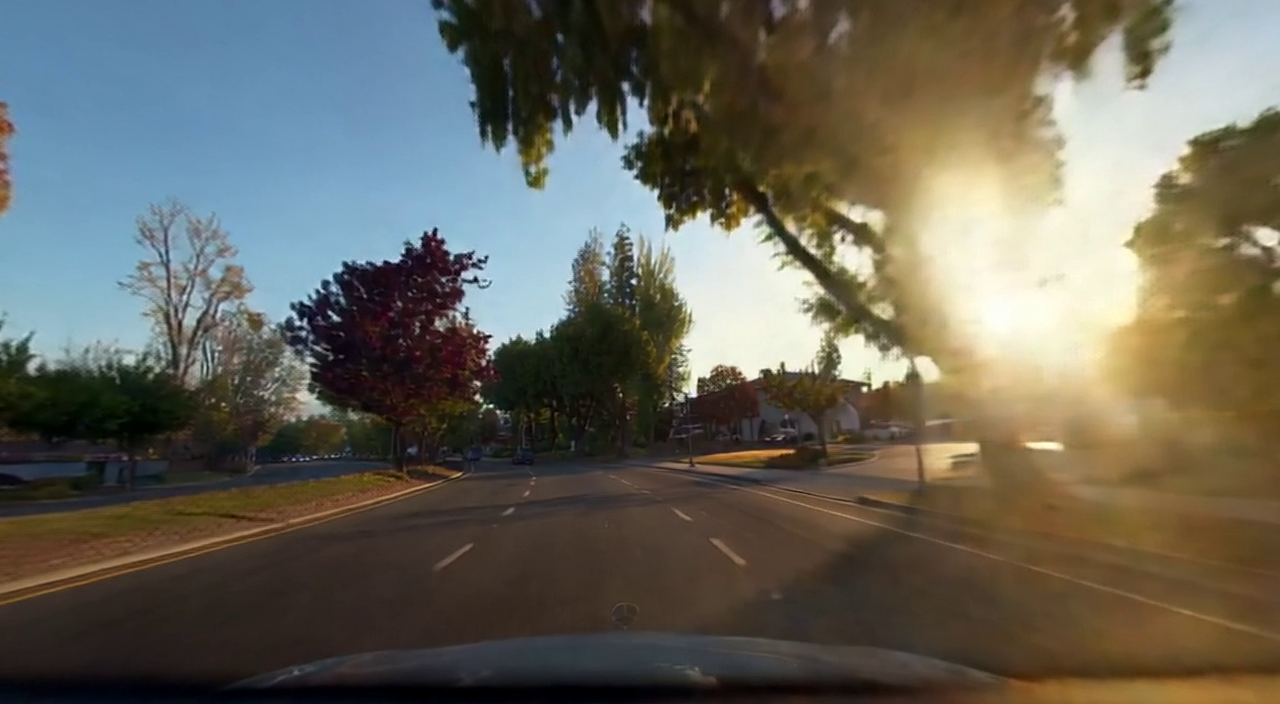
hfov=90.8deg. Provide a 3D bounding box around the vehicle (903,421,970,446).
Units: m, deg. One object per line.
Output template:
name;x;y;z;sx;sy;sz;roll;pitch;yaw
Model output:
vehicle;22.320;6.128;47.550;4.370;1.533;2.033;0;-9;-26

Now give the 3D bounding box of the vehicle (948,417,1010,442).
vehicle;24.501;5.629;45.619;4.147;1.680;2.441;7;-11;-40
